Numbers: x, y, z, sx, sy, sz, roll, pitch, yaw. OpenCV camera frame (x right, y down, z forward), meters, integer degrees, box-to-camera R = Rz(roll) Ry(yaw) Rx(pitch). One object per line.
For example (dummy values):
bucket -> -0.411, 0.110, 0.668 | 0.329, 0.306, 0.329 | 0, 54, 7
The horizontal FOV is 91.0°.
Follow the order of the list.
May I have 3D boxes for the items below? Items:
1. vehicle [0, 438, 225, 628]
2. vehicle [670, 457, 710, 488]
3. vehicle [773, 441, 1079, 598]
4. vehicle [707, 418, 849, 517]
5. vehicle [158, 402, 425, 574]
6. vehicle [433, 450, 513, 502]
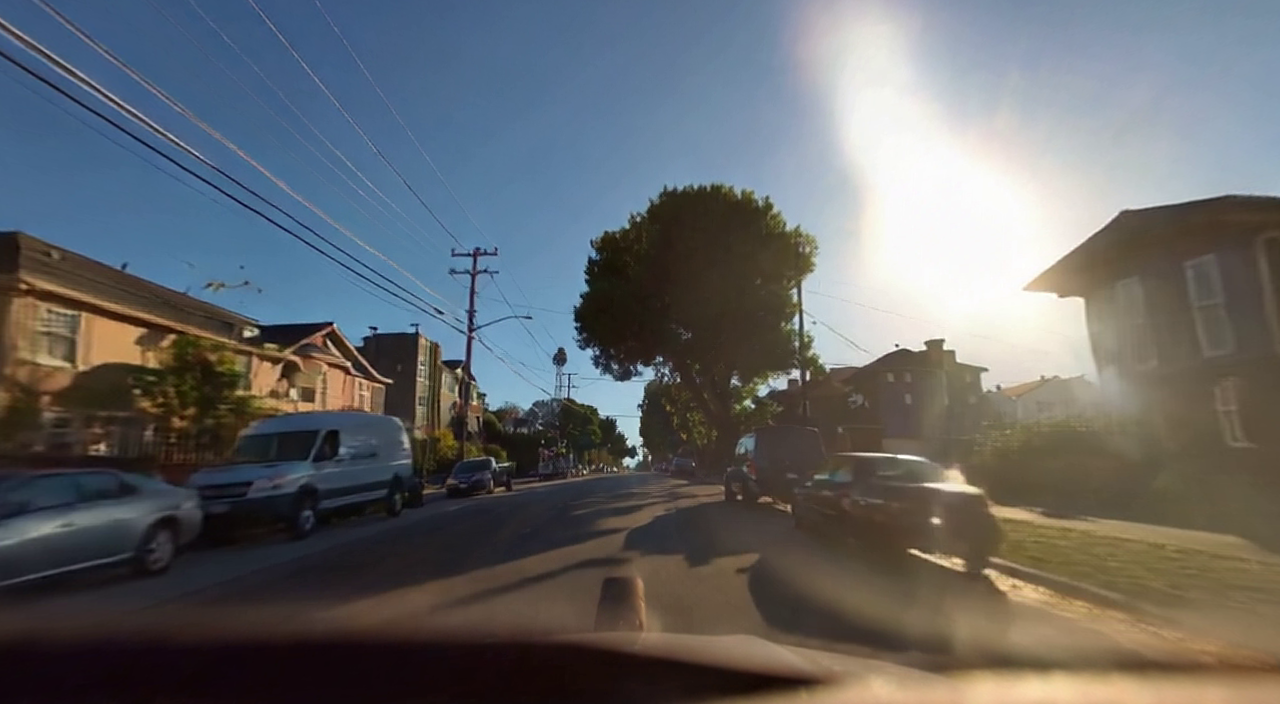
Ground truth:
vehicle -> -6.835, 1.839, 6.508 | 2.027, 1.563, 4.594 | -3, -5, 0
vehicle -> 2.932, 7.195, 37.960 | 2.010, 1.661, 4.615 | 0, -9, -1
vehicle -> 3.157, 1.900, 8.151 | 1.796, 1.449, 4.373 | 0, -8, -2
vehicle -> 3.008, 2.672, 15.042 | 2.145, 1.935, 5.054 | 0, -9, -1
vehicle -> -6.877, 2.512, 13.542 | 2.508, 2.712, 5.809 | -2, -4, 0
vehicle -> -6.822, 5.067, 26.274 | 2.057, 1.632, 4.730 | 0, -5, 0
